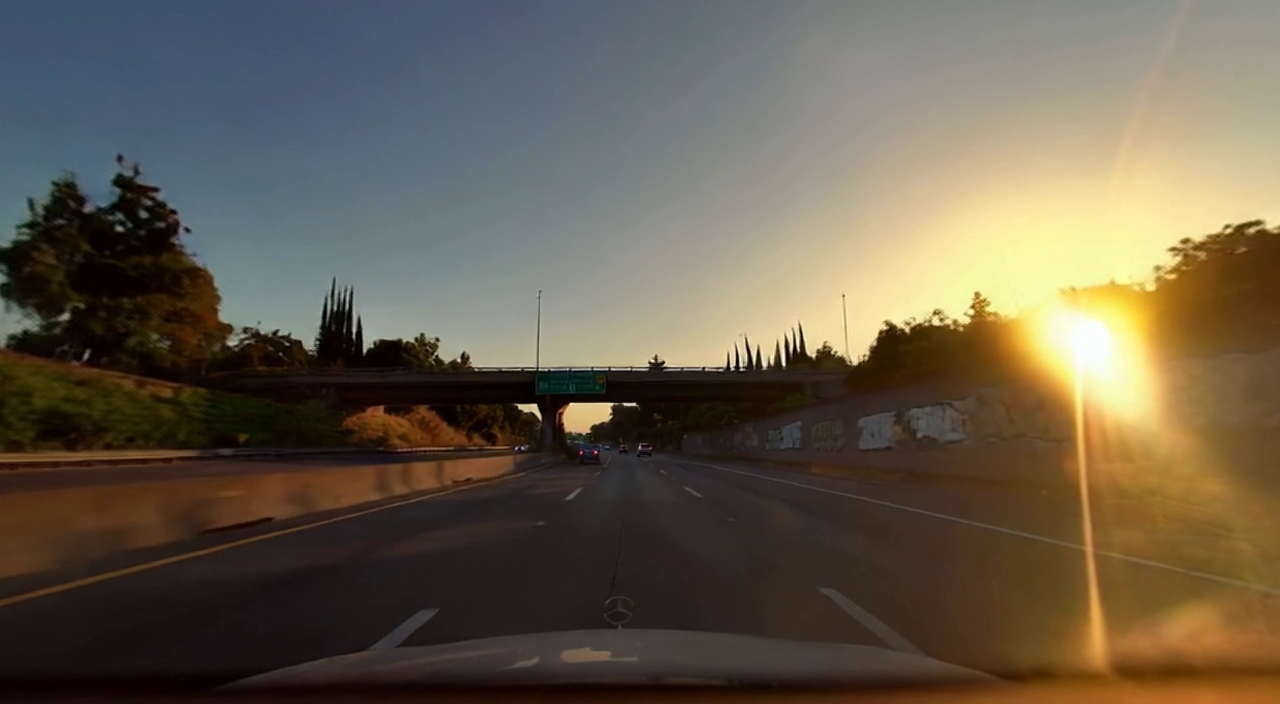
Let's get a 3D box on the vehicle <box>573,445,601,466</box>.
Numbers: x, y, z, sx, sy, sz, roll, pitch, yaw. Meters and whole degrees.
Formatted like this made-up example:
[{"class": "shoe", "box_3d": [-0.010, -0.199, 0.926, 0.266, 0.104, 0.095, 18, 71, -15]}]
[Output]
[{"class": "vehicle", "box_3d": [-3.960, 7.838, 47.648, 1.871, 1.459, 3.771, 0, -9, -1]}]
